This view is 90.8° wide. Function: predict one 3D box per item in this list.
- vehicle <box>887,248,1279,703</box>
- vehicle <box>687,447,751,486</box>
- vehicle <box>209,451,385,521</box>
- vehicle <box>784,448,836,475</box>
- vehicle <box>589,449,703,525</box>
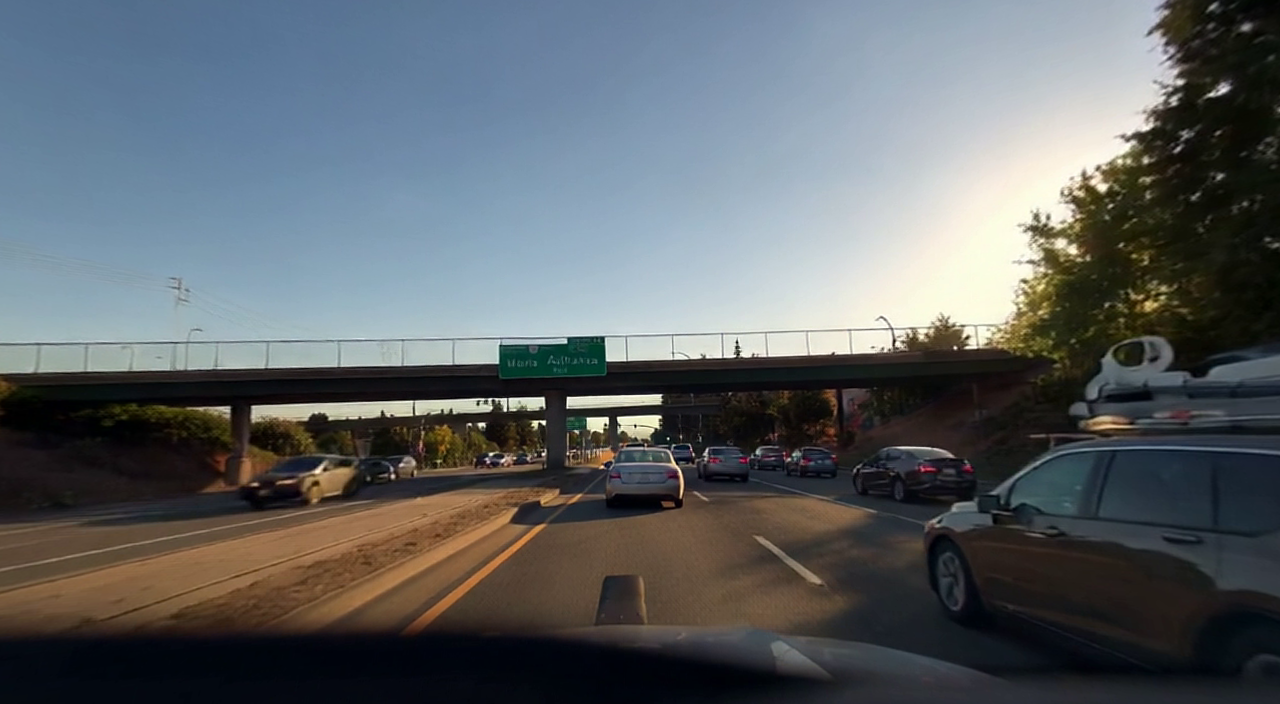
[{"bbox_3d":[3.509,0.735,2.482,2.719,2.033,5.876,0,-9,0],"label":"vehicle"},{"bbox_3d":[3.165,4.677,26.186,1.962,1.431,4.205,0,-9,-2],"label":"vehicle"},{"bbox_3d":[-8.727,3.405,16.705,2.010,1.524,4.705,0,-9,0],"label":"vehicle"},{"bbox_3d":[9.884,6.365,36.972,1.839,1.453,3.992,0,-9,-1],"label":"vehicle"},{"bbox_3d":[0.085,2.709,13.229,2.027,1.341,3.775,0,-9,-1],"label":"vehicle"}]
